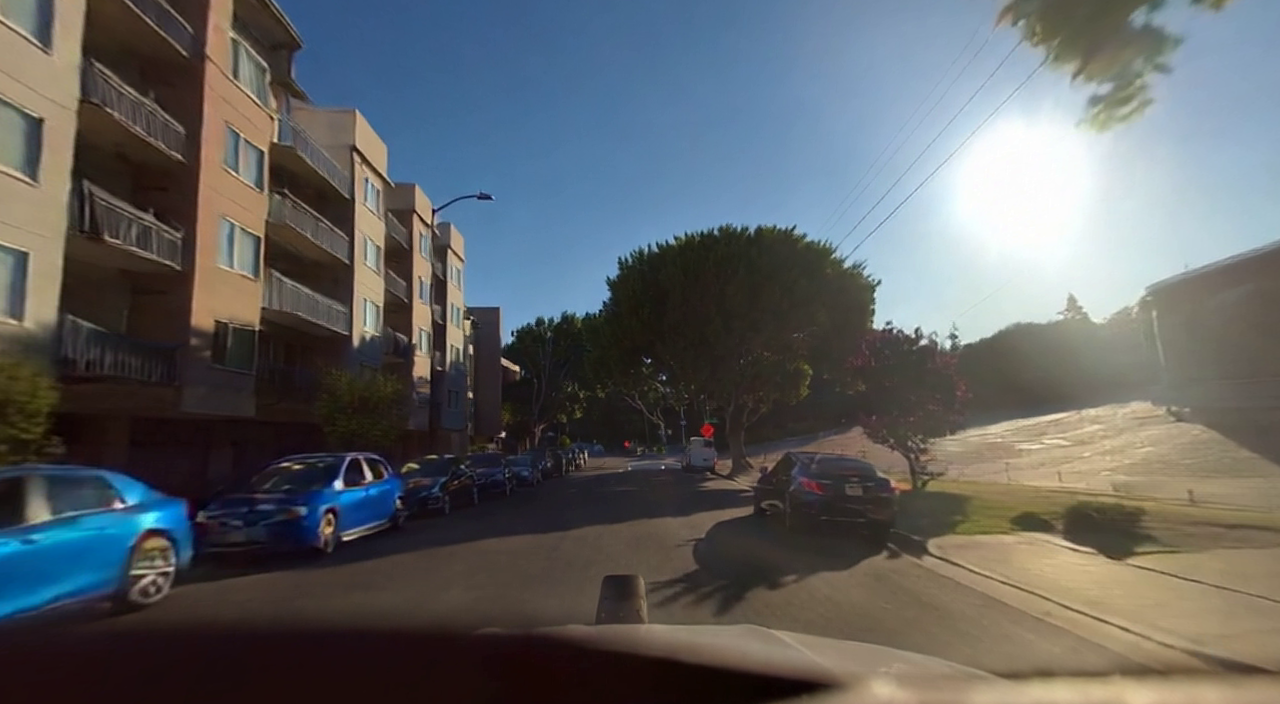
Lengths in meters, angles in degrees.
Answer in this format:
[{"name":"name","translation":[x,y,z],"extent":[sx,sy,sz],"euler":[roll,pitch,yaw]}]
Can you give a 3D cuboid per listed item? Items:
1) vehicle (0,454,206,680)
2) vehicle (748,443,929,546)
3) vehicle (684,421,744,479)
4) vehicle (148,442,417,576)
[{"name":"vehicle","translation":[-5.198,1.505,4.505],"extent":[1.722,1.491,3.431],"euler":[0,-9,0]},{"name":"vehicle","translation":[3.303,2.426,11.461],"extent":[1.835,1.490,4.134],"euler":[0,-9,-1]},{"name":"vehicle","translation":[4.040,5.212,34.064],"extent":[1.961,2.656,3.047],"euler":[-2,-2,34]},{"name":"vehicle","translation":[-5.027,2.193,9.656],"extent":[1.782,1.585,3.962],"euler":[0,-9,0]}]
